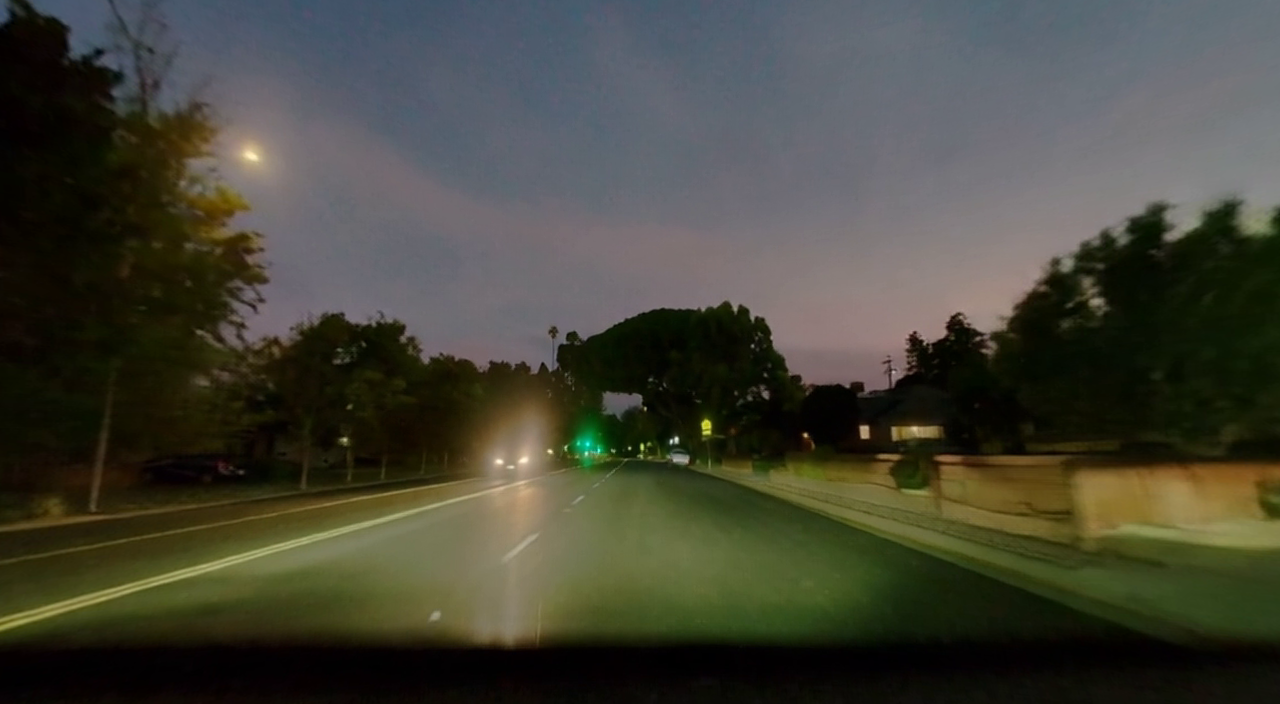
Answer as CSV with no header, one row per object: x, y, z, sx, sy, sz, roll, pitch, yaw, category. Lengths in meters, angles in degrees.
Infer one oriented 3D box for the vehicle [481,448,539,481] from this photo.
-7.564,6.578,37.359,2.194,1.761,5.282,0,-9,1,vehicle

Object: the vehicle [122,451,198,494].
-22.610,5.589,29.718,2.253,1.768,4.266,8,-12,-43,vehicle

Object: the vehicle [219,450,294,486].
-22.945,6.834,37.676,5.429,1.949,2.437,-9,-12,44,vehicle

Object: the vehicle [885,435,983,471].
15.240,5.269,32.773,4.362,1.702,2.333,6,-11,-27,vehicle

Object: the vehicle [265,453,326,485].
-22.388,7.555,40.974,4.273,1.797,2.129,-6,-12,44,vehicle
